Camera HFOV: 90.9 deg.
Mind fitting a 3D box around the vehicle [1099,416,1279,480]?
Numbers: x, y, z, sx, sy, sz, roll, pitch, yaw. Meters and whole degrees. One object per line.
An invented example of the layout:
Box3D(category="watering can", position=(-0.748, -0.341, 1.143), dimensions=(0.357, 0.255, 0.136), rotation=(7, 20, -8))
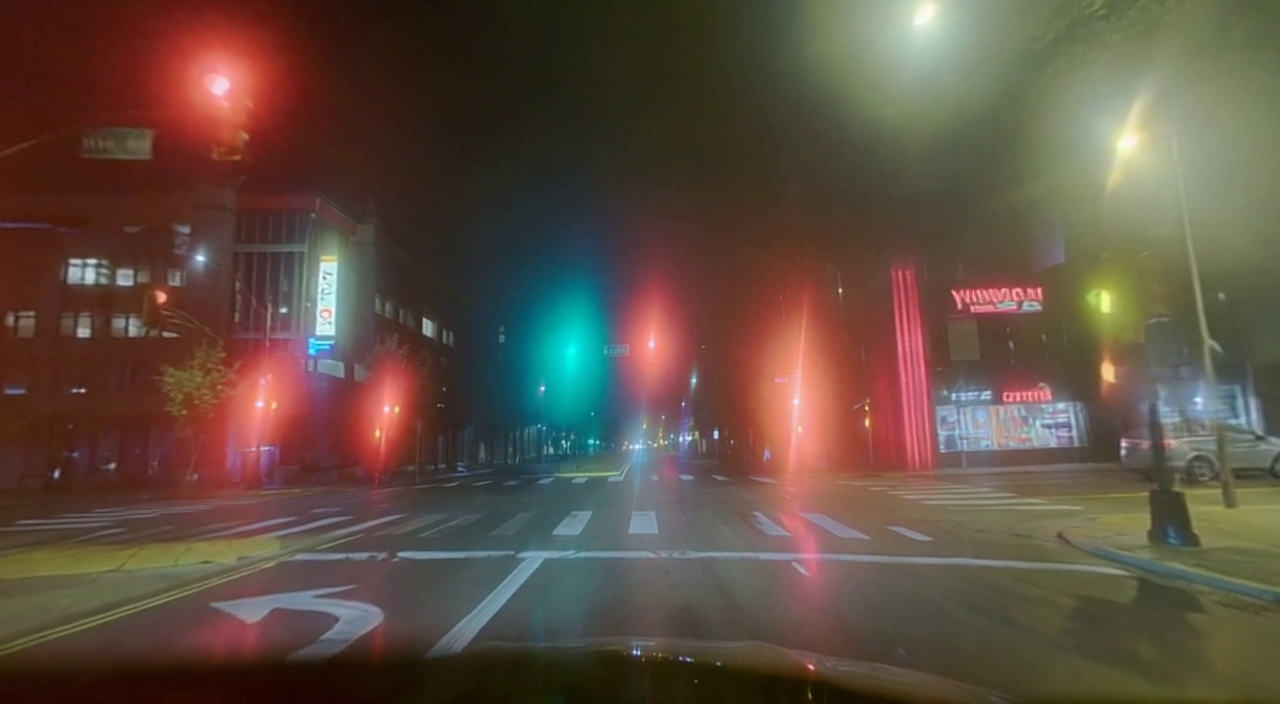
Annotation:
Box3D(category="vehicle", position=(17.026, 2.870, 18.957), dimensions=(4.836, 1.795, 1.957), rotation=(0, -8, 0))
